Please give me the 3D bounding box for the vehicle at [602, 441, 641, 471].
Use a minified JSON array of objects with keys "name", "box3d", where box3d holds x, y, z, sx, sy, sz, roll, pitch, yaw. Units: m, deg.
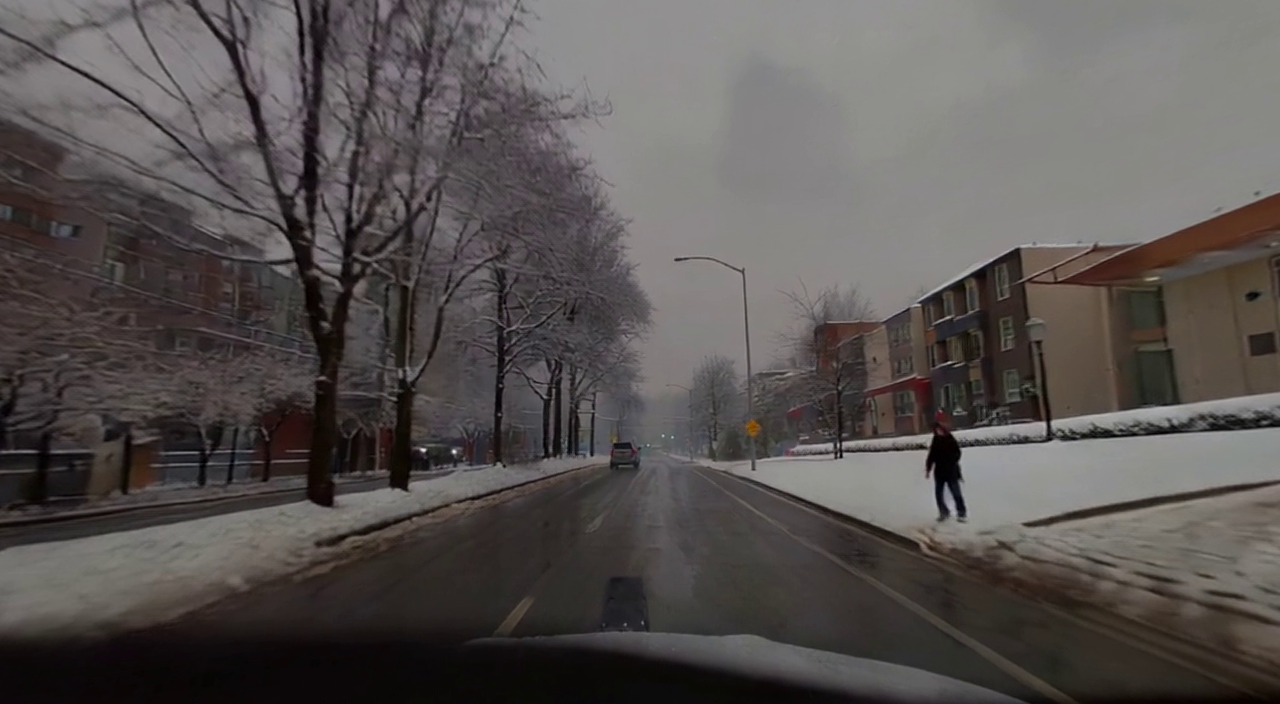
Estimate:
[{"name":"vehicle","box3d":[-1.134,6.828,41.623,2.294,1.859,5.127,0,-9,2]}]
